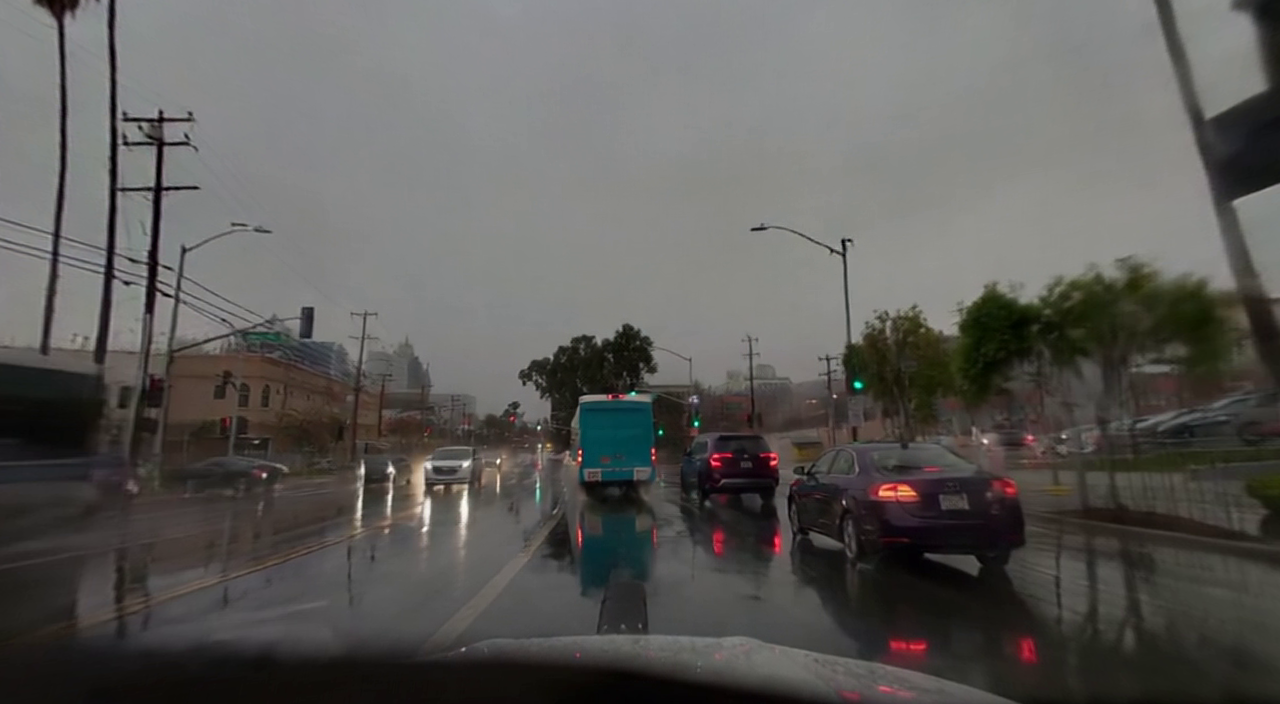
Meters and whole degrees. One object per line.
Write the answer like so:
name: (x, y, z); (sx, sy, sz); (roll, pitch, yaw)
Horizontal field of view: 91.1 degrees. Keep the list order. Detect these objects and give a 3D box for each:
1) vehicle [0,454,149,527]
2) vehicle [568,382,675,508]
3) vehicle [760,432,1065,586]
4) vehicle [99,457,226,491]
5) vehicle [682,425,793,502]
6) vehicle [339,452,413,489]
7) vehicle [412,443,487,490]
vehicle: (-15.434, 3.478, 16.370); (1.861, 1.574, 4.456); (1, -9, -5)
vehicle: (-0.719, 2.651, 17.953); (2.517, 2.926, 6.177); (1, -9, -5)
vehicle: (3.199, 1.930, 8.688); (1.978, 1.507, 4.636); (0, -9, -2)
vehicle: (-23.149, 5.914, 30.562); (4.585, 1.533, 1.996); (0, -9, 3)
vehicle: (2.690, 3.284, 18.876); (2.157, 1.944, 5.423); (0, -9, -3)
vehicle: (-12.229, 5.478, 29.374); (1.975, 1.503, 4.533); (1, -9, -7)
vehicle: (-7.624, 4.610, 25.633); (2.058, 1.730, 4.466); (1, -9, -6)
